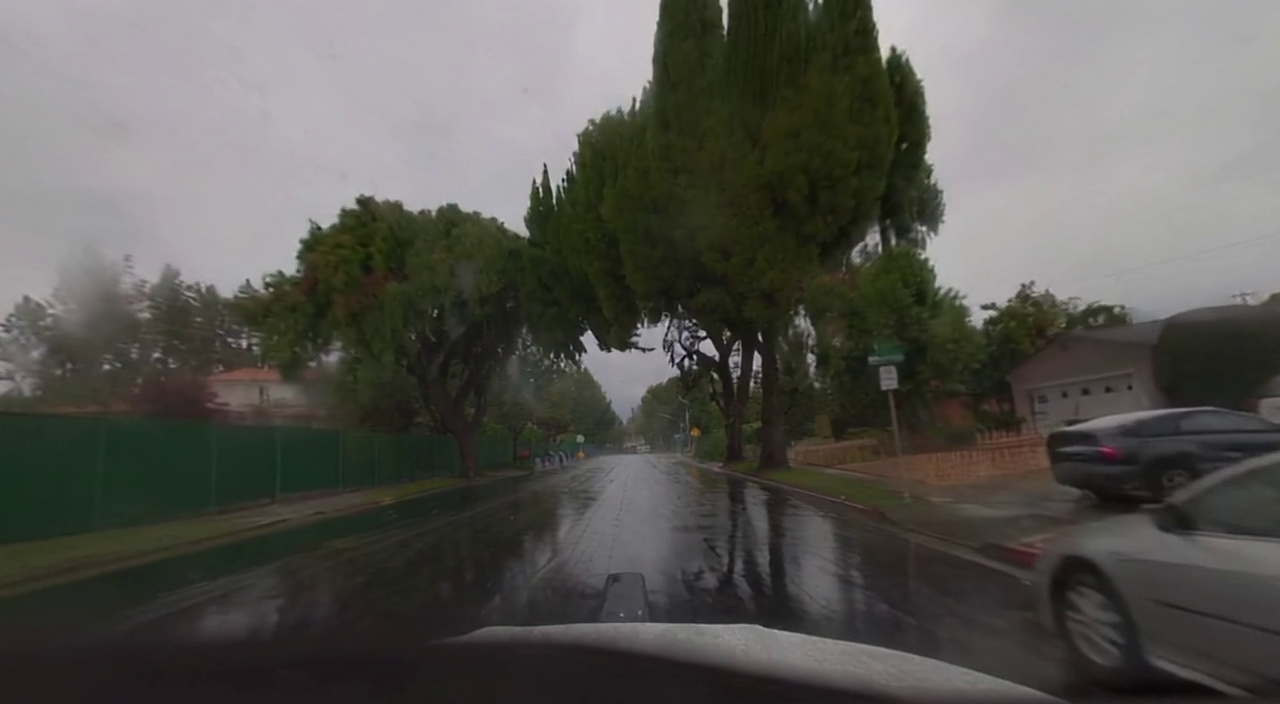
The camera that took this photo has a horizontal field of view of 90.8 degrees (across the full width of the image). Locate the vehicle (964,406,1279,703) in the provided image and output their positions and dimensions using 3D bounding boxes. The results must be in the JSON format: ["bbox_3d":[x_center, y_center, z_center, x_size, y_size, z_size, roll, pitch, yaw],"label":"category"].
[{"bbox_3d":[3.686,0.970,2.471,2.051,1.524,5.047,0,-8,-2],"label":"vehicle"}]
